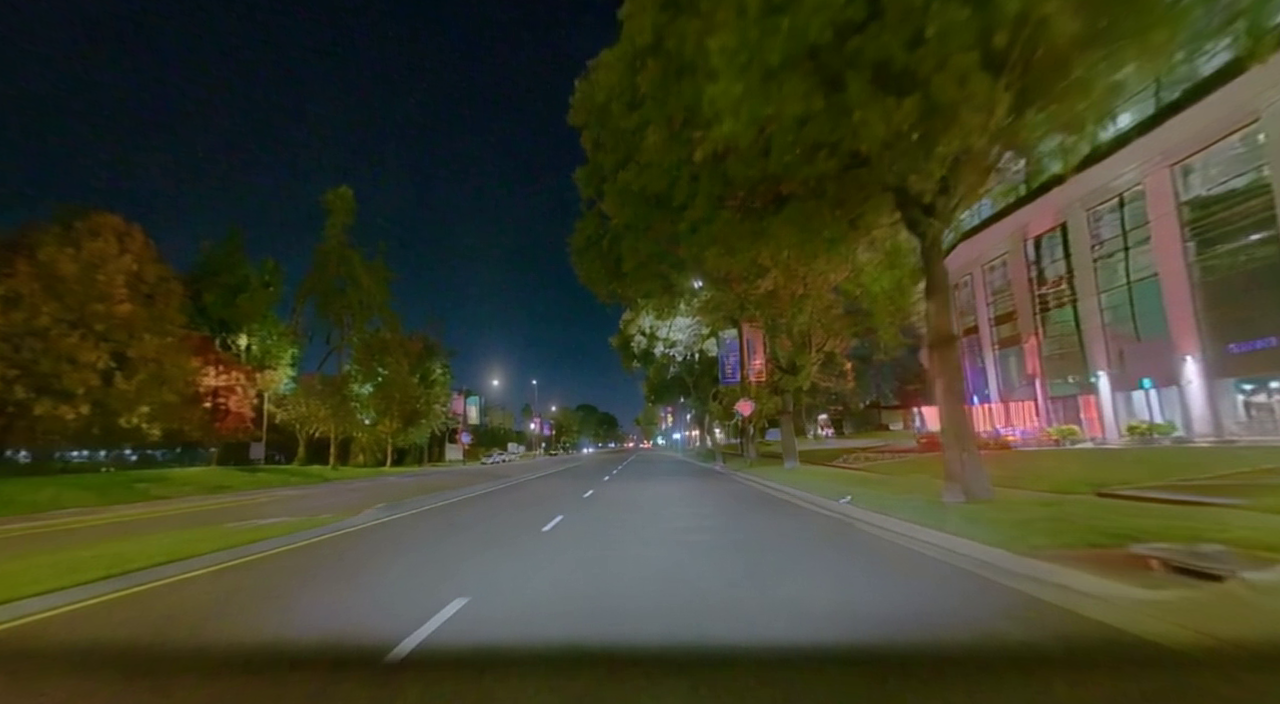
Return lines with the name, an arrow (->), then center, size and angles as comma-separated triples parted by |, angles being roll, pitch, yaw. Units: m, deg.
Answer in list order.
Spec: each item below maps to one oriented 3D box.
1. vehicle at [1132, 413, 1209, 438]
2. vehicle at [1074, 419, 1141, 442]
vehicle -> 39.302, 5.488, 46.631 | 1.945, 1.690, 4.317 | -1, -8, 1
vehicle -> 33.942, 5.730, 45.718 | 1.866, 1.550, 3.927 | -1, -8, 2
